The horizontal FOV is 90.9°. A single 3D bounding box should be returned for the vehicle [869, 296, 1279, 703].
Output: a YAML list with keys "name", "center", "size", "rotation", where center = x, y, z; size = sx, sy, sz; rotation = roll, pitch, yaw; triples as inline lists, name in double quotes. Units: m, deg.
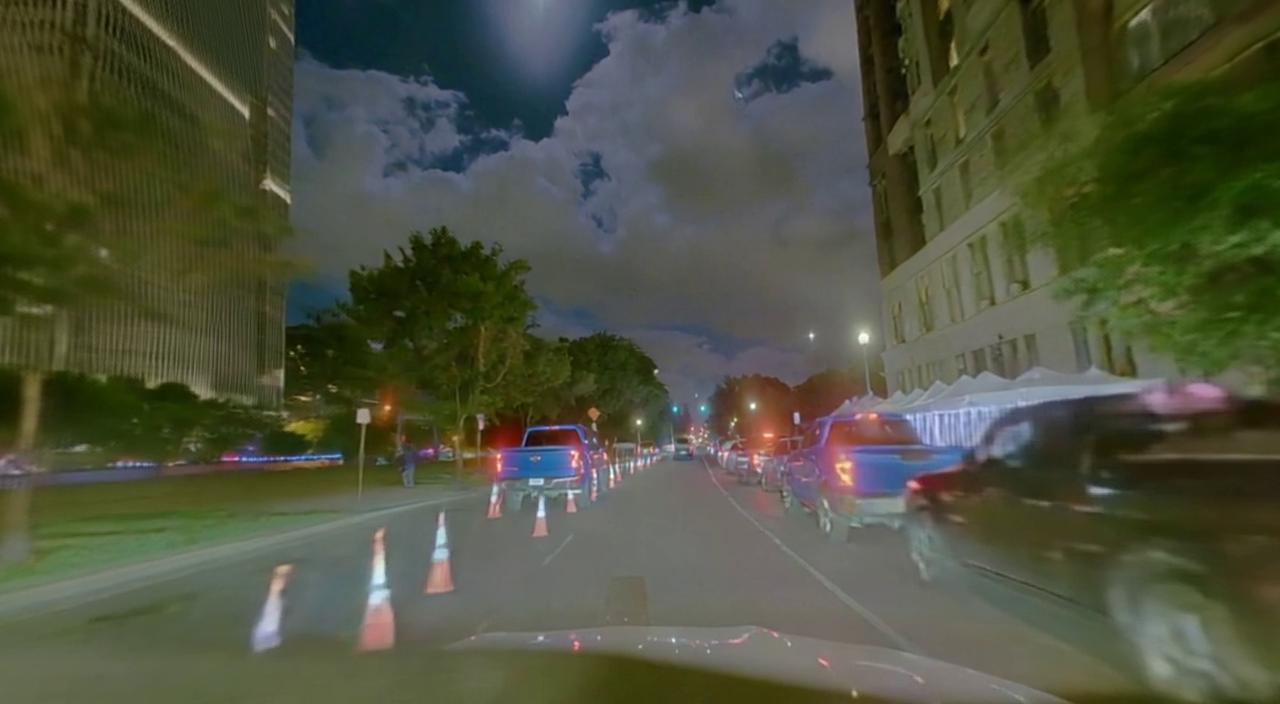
- name: "vehicle"
  center: [3.472, 0.960, 4.219]
  size: [2.057, 1.797, 4.734]
  rotation: [0, -9, 0]

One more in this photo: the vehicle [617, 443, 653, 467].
- name: "vehicle"
  center: [-0.282, 6.863, 42.046]
  size: [1.895, 1.489, 4.328]
  rotation: [-1, -9, 6]

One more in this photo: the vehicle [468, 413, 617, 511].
- name: "vehicle"
  center: [-2.084, 2.659, 15.614]
  size: [2.452, 1.954, 5.653]
  rotation: [-1, -9, 4]
